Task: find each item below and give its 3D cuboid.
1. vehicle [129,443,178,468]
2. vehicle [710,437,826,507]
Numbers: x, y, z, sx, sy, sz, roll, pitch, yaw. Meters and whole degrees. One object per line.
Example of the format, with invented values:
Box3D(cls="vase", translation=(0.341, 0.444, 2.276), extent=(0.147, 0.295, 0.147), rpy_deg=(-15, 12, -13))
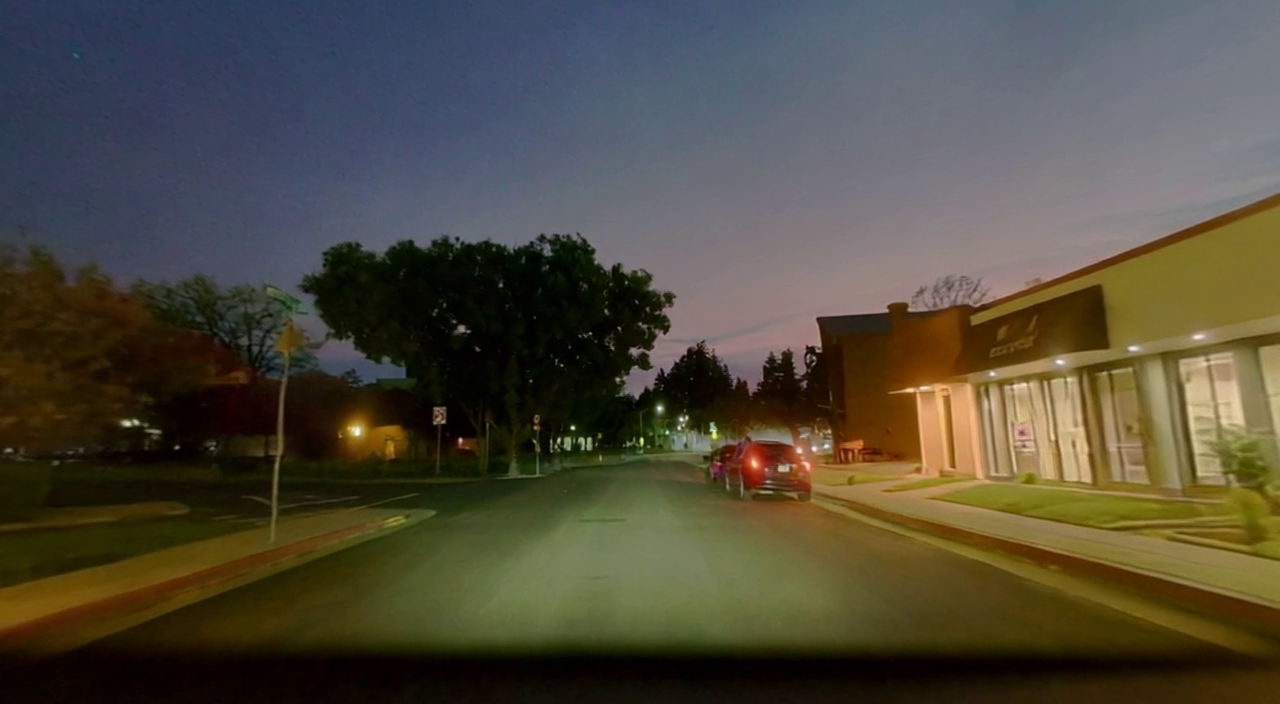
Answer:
Box3D(cls="vehicle", translation=(-36.943, 7.829, 47.922), extent=(2.419, 1.687, 4.157), rpy_deg=(9, -11, -42))
Box3D(cls="vehicle", translation=(3.113, 3.028, 16.417), extent=(2.064, 1.532, 4.596), rpy_deg=(0, -9, 0))
